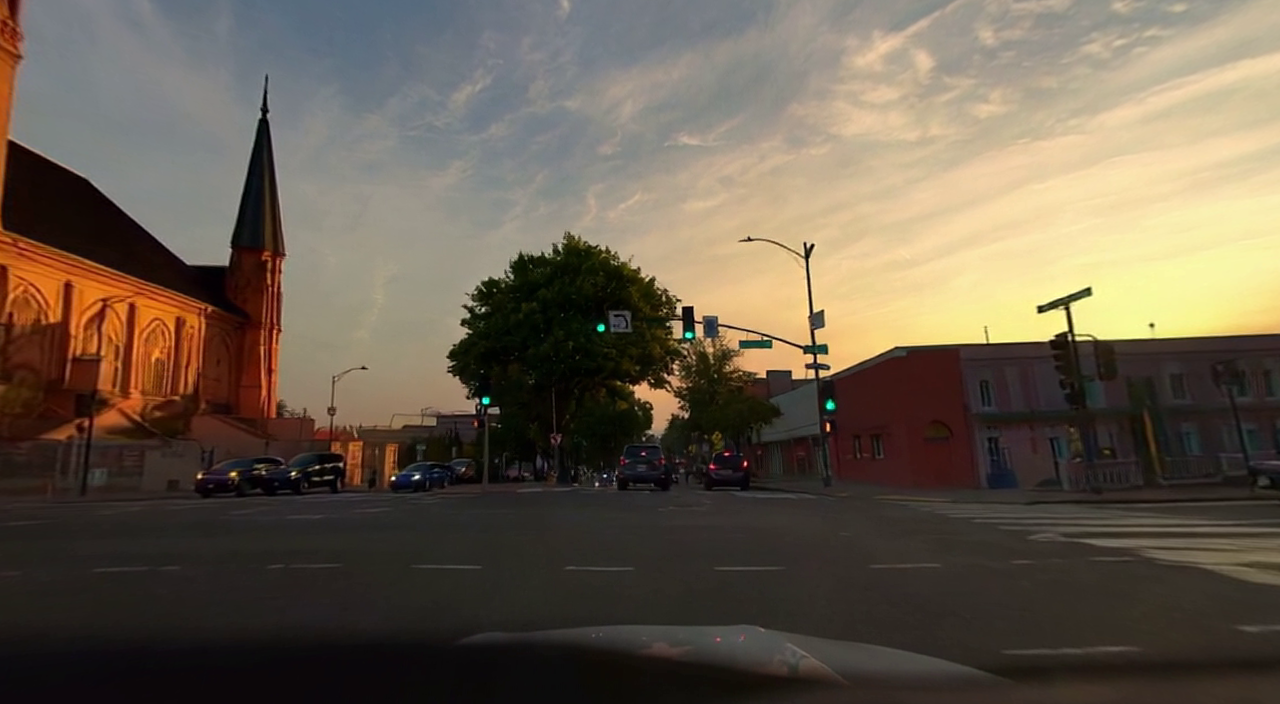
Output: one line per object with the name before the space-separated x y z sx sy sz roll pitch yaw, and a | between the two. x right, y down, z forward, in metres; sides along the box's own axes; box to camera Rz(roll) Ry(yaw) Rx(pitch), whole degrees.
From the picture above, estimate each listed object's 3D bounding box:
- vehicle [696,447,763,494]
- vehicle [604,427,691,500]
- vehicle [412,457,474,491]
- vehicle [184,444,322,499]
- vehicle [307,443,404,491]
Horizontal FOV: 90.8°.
vehicle | 3.709 4.988 27.065 2.080 1.735 4.650 3 -9 0
vehicle | 0.160 3.080 17.797 2.168 1.776 4.135 0 -9 -1
vehicle | -11.410 7.049 36.881 2.170 1.746 4.565 0 -9 -1
vehicle | -14.954 4.738 24.905 1.969 1.896 5.404 -1 -11 0
vehicle | -11.832 4.914 26.648 2.069 1.790 4.358 -1 -12 -1
